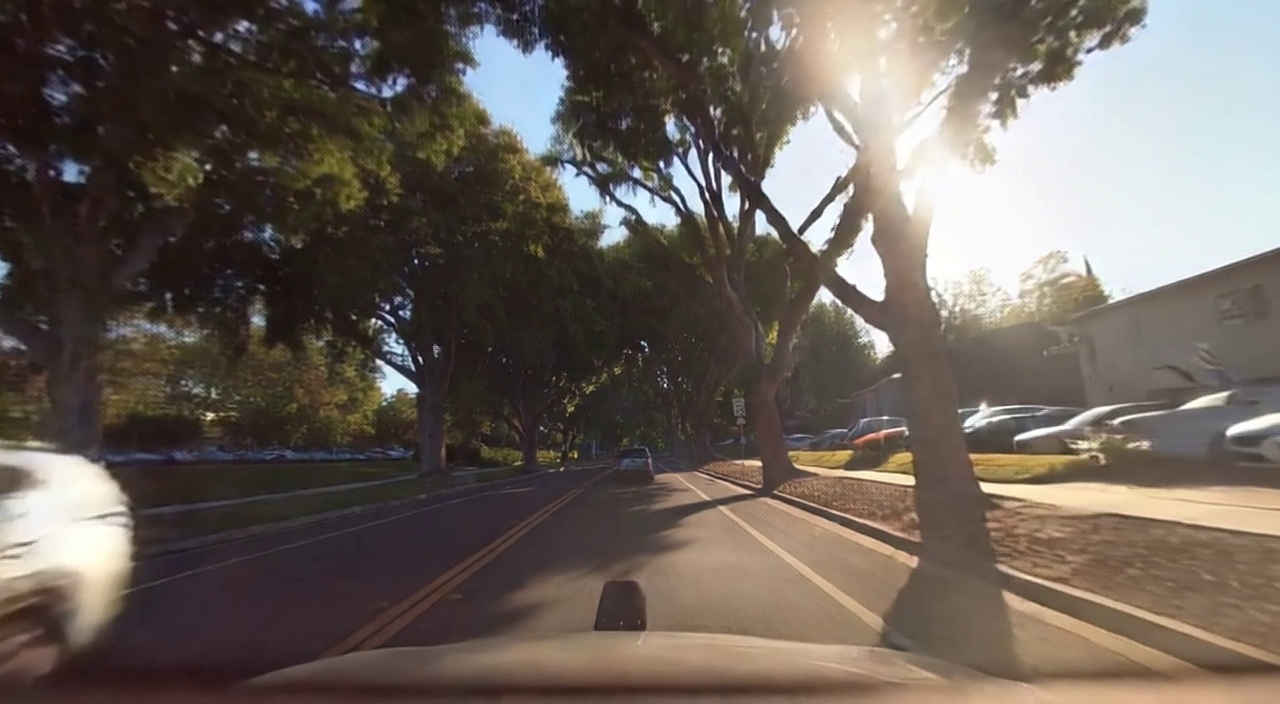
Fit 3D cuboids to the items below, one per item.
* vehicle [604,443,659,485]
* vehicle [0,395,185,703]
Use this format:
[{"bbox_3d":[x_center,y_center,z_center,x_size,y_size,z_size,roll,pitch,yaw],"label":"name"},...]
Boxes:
[{"bbox_3d":[-0.285,4.676,26.702,2.152,1.574,4.223,-1,-8,1],"label":"vehicle"},{"bbox_3d":[-4.266,0.991,2.472,2.078,1.720,3.822,-1,-8,0],"label":"vehicle"}]
